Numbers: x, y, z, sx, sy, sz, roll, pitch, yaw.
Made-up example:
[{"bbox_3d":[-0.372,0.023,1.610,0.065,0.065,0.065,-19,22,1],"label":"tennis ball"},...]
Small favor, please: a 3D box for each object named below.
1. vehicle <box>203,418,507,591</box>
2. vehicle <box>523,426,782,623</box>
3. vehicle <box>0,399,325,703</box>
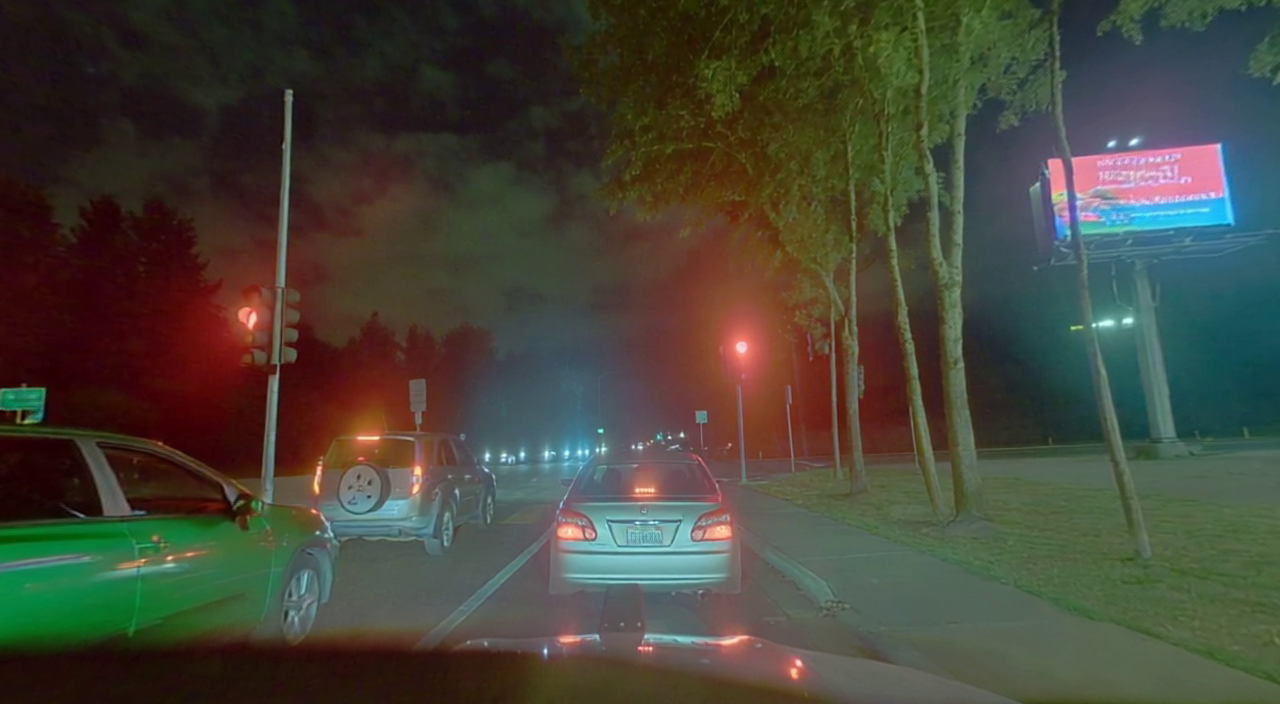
[{"bbox_3d":[-3.166,1.781,8.133,1.950,1.628,4.082,-1,-9,1],"label":"vehicle"},{"bbox_3d":[0.035,1.586,6.624,1.977,1.467,3.474,0,-9,-2],"label":"vehicle"},{"bbox_3d":[-3.145,0.974,2.421,1.808,1.520,3.846,-1,-9,1],"label":"vehicle"}]
